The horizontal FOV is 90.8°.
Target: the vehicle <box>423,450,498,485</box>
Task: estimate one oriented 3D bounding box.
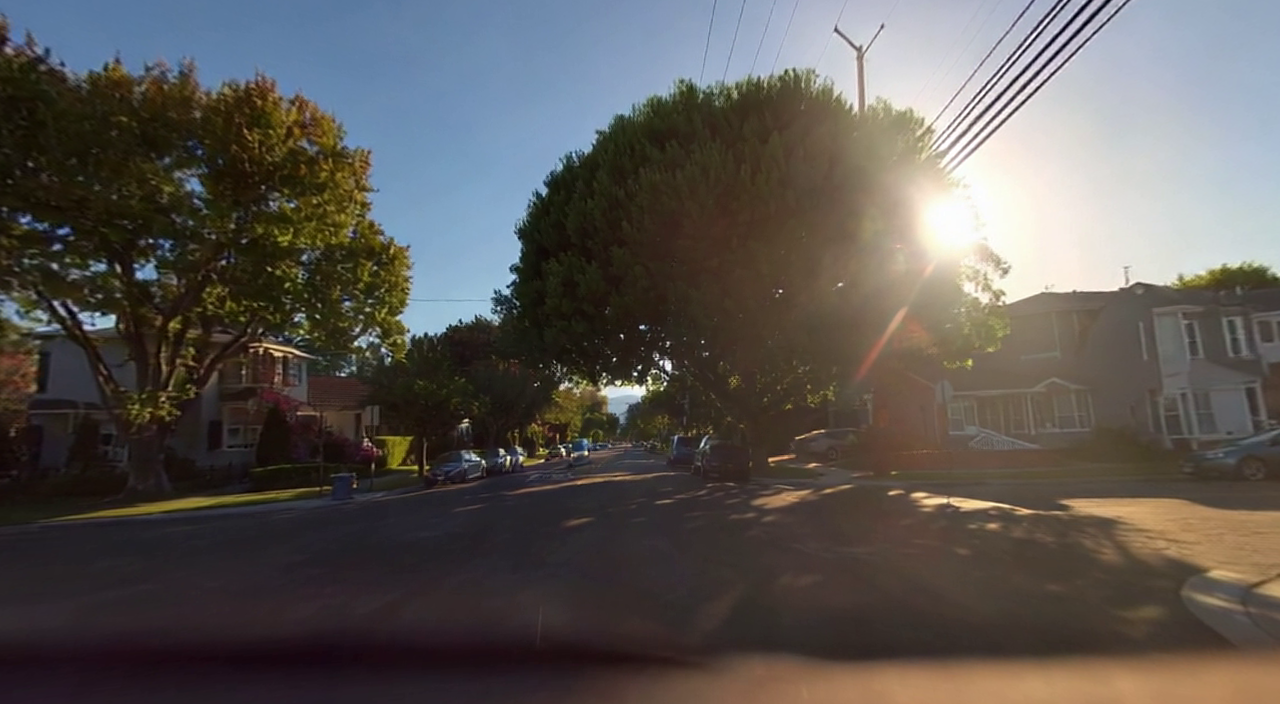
[{"bbox_3d":[-7.268,4.698,26.010,1.926,1.307,3.909,0,-9,0],"label":"vehicle"}]

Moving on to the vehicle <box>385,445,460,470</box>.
[{"bbox_3d":[-13.460,6.558,39.269,3.905,1.480,1.892,0,-9,0],"label":"vehicle"}]

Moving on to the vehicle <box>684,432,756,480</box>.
[{"bbox_3d":[3.018,4.051,24.813,2.114,1.708,4.474,0,-8,-1],"label":"vehicle"}]

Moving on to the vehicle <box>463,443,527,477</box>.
[{"bbox_3d":[-7.130,5.371,31.613,1.957,1.549,4.527,-1,-8,2],"label":"vehicle"}]

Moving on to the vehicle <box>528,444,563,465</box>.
[{"bbox_3d":[-7.102,7.718,47.861,1.914,1.508,4.653,0,-8,0],"label":"vehicle"}]
